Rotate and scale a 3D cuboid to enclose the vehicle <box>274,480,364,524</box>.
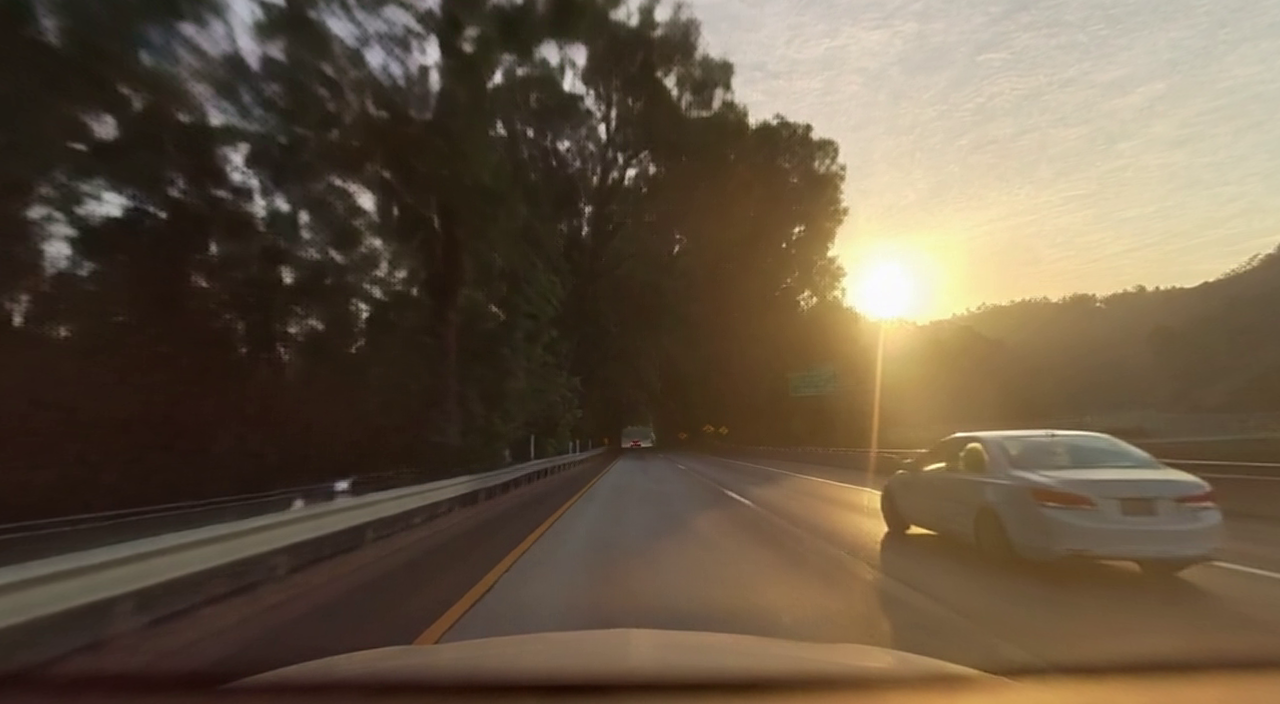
[{"bbox_3d":[-16.852,7.886,33.436,2.033,1.760,5.399,0,-8,-1],"label":"vehicle"}]

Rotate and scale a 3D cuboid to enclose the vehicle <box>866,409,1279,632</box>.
[{"bbox_3d":[4.297,1.500,6.768,1.905,1.525,4.719,0,-8,-1],"label":"vehicle"}]
